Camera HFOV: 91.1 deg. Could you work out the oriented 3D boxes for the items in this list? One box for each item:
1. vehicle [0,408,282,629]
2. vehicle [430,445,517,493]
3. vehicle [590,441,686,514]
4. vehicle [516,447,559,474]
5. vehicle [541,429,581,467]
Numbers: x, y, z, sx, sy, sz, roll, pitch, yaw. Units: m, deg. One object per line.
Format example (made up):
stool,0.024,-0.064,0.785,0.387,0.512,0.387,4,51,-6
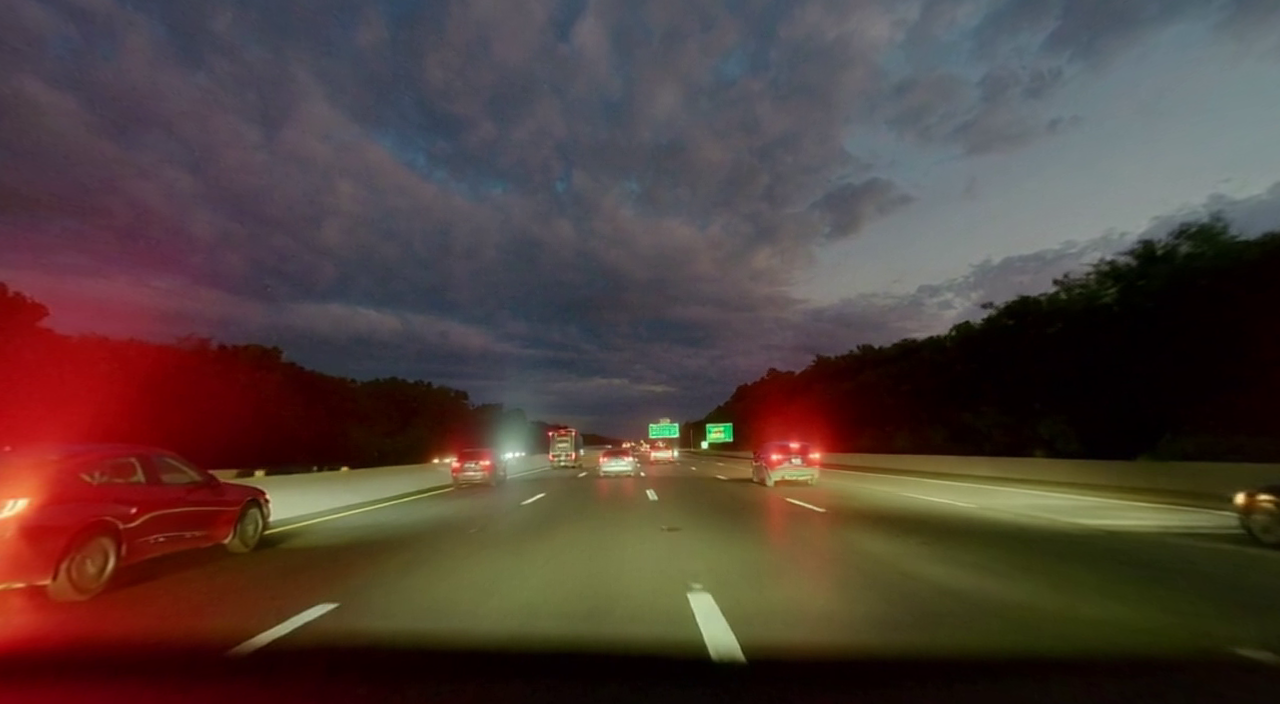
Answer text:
vehicle,-5.821,1.495,6.314,2.058,1.626,4.118,0,-9,-1
vehicle,-5.615,3.982,21.812,1.892,1.481,4.180,0,-9,0
vehicle,-0.072,2.825,14.538,1.940,1.451,3.512,0,-9,-1
vehicle,-5.874,6.266,36.484,1.814,1.417,3.860,0,-9,0
vehicle,-6.171,7.633,49.833,2.326,2.789,5.971,0,-9,0
